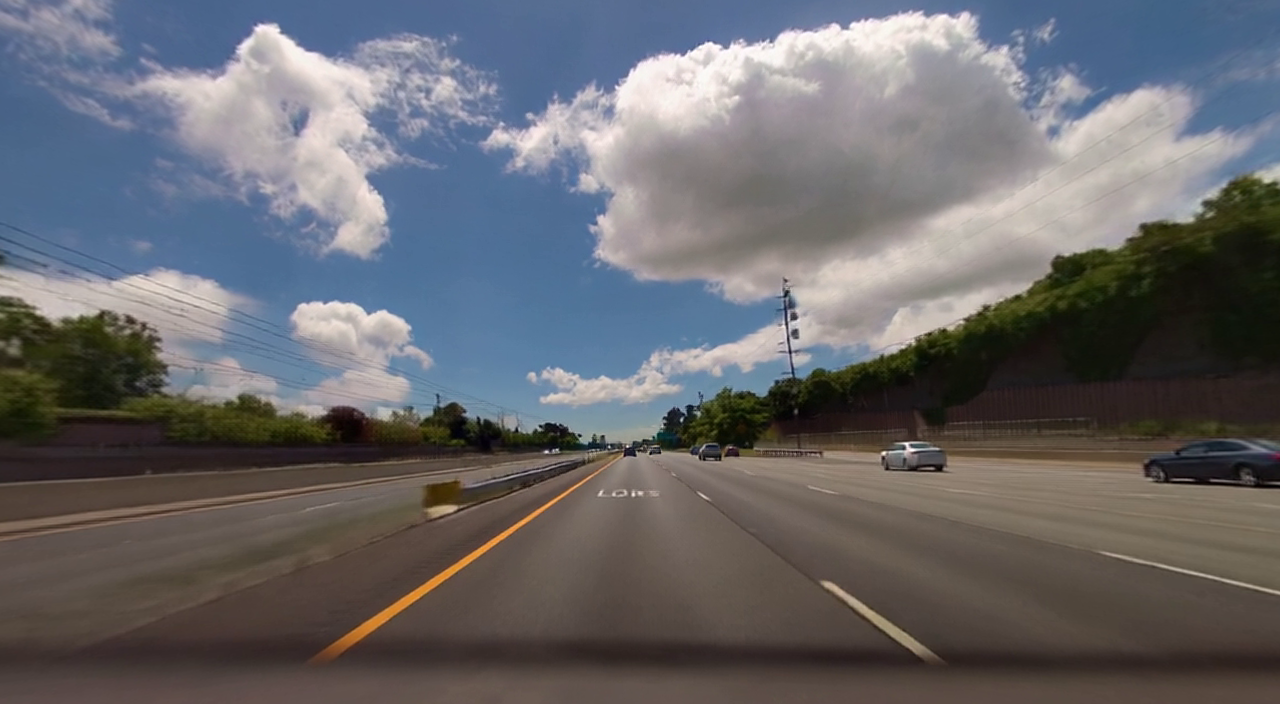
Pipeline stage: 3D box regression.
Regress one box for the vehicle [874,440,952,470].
[{"bbox_3d":[14.569,5.511,33.873,2.089,1.484,4.573,0,-9,-1],"label":"vehicle"}]
